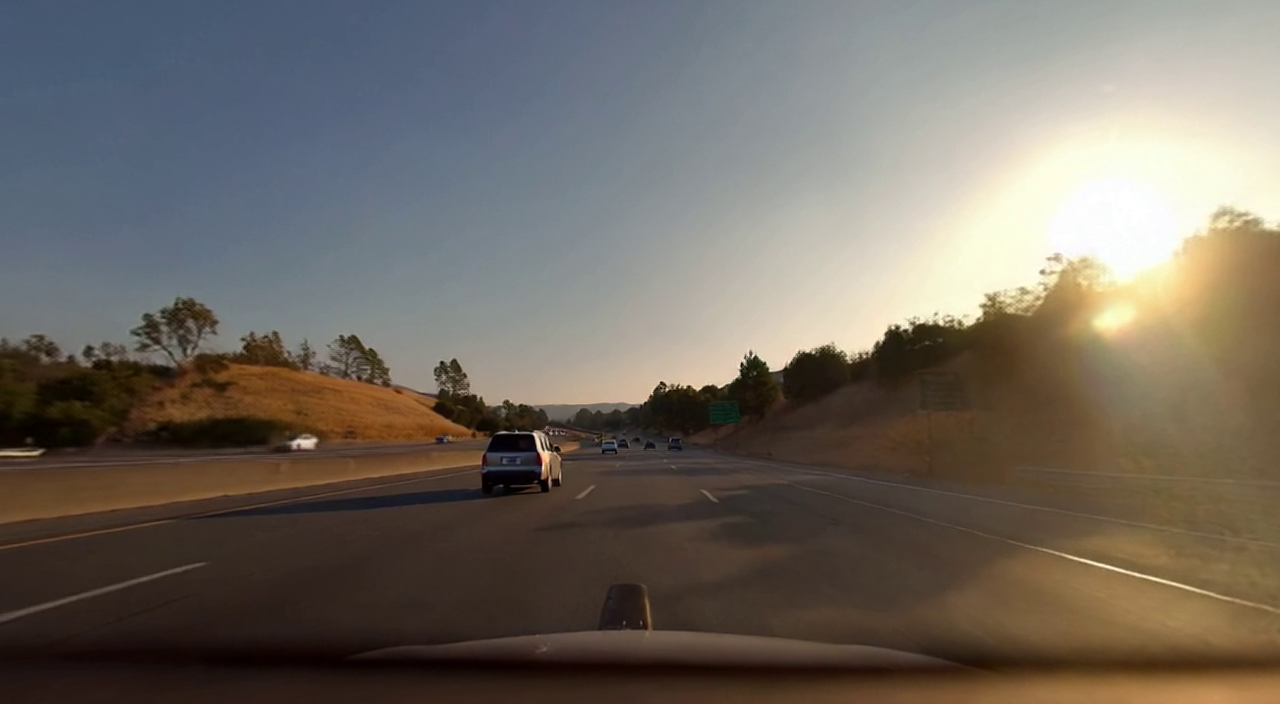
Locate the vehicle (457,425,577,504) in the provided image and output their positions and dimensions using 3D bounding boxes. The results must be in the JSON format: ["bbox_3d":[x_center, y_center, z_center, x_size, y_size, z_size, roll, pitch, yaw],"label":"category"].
[{"bbox_3d":[-3.165,3.033,17.421,2.218,1.848,4.789,0,-9,2],"label":"vehicle"}]
